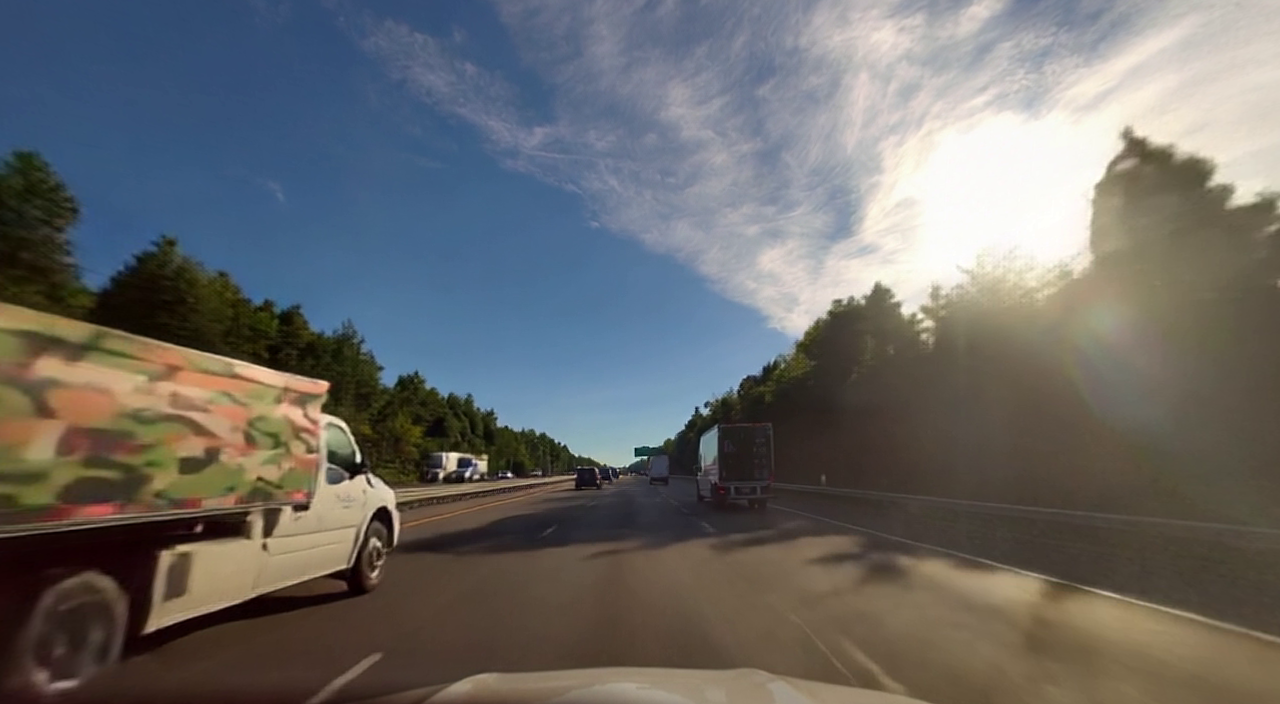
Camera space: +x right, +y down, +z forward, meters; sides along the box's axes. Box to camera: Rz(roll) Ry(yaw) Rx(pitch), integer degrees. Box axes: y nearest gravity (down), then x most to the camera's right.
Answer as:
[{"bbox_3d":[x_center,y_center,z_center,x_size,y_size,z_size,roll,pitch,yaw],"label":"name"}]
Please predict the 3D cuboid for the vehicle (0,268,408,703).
[{"bbox_3d":[-3.432,0.885,3.353,2.378,1.930,5.086,1,-11,0],"label":"vehicle"}]

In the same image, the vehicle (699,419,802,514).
[{"bbox_3d":[3.767,4.132,22.796,2.703,2.988,5.097,1,-11,-1],"label":"vehicle"}]

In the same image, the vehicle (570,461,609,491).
[{"bbox_3d":[-3.401,8.478,43.270,2.204,1.852,4.661,1,-11,1],"label":"vehicle"}]
